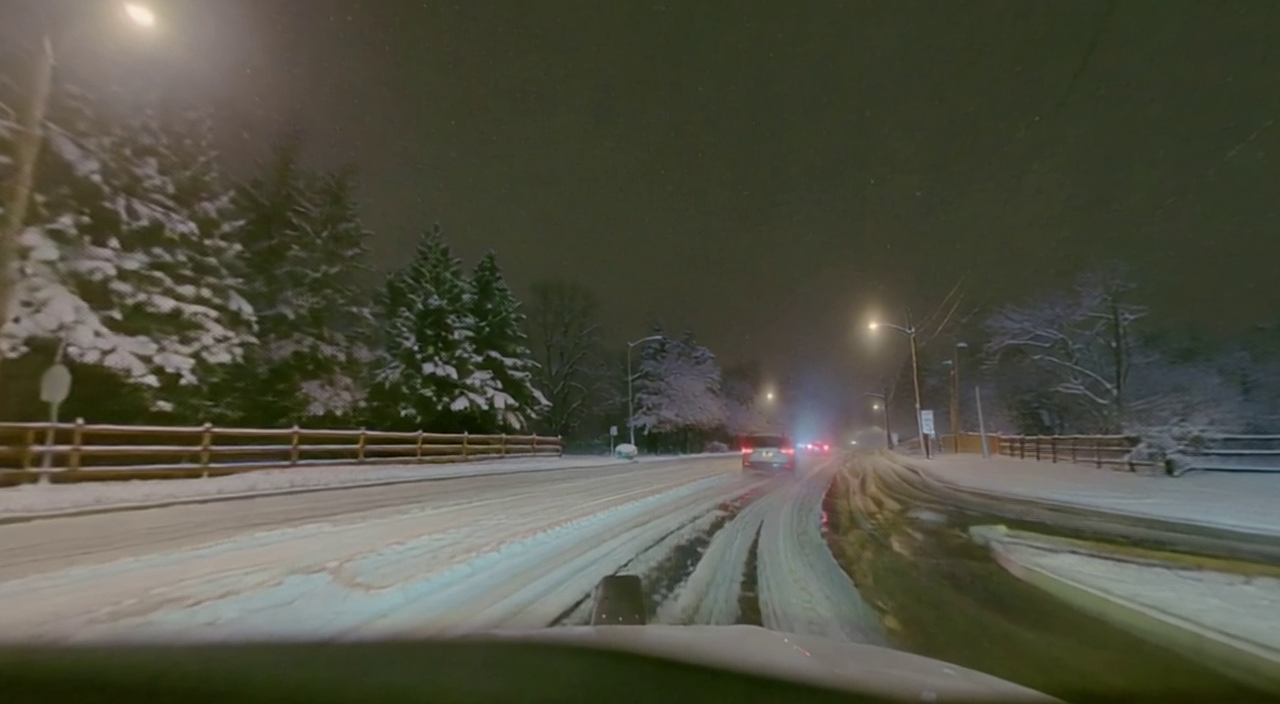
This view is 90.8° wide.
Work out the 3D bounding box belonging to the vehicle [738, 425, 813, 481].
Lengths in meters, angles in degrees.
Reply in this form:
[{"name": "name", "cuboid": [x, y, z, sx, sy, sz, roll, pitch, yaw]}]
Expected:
[{"name": "vehicle", "cuboid": [5.163, 3.739, 23.639, 2.230, 1.827, 4.580, -3, -9, 18]}]
